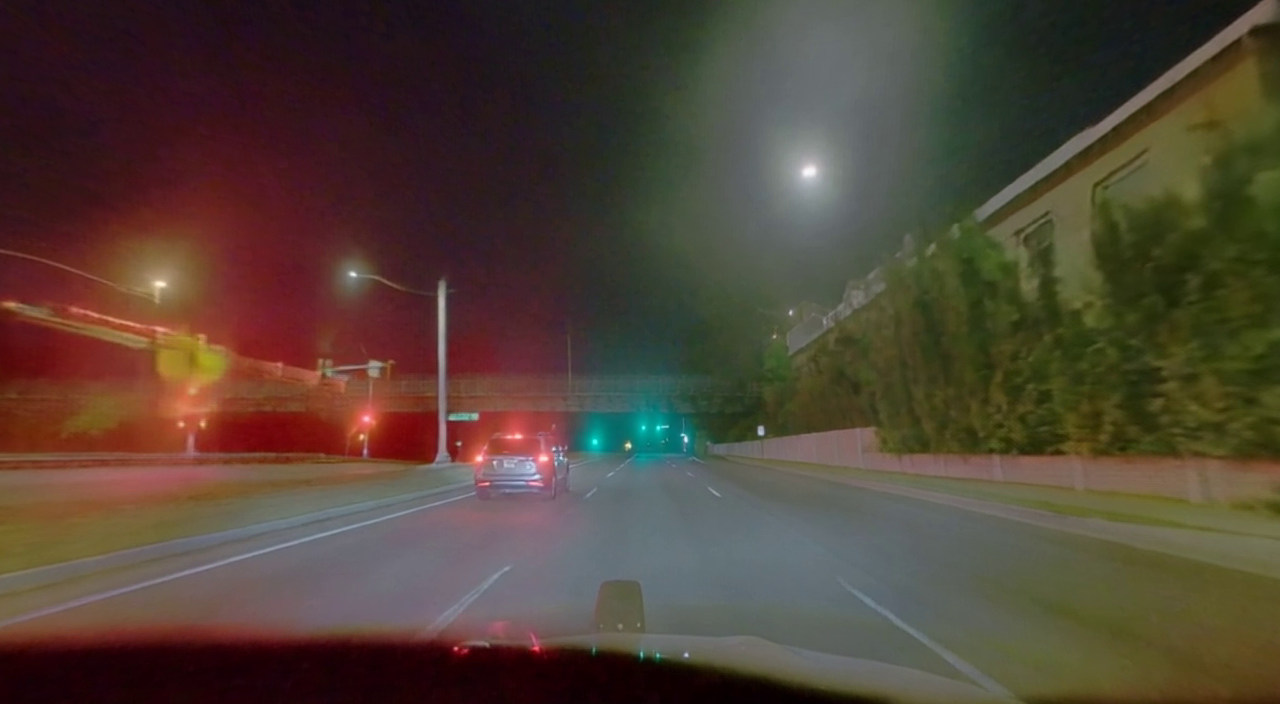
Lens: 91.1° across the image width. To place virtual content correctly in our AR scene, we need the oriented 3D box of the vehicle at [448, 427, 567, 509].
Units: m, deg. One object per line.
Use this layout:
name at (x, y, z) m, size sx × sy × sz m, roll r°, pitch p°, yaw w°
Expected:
vehicle at (-3.045, 2.772, 15.461) m, size 1.882 × 1.704 × 4.335 m, roll 0°, pitch -9°, yaw 1°
